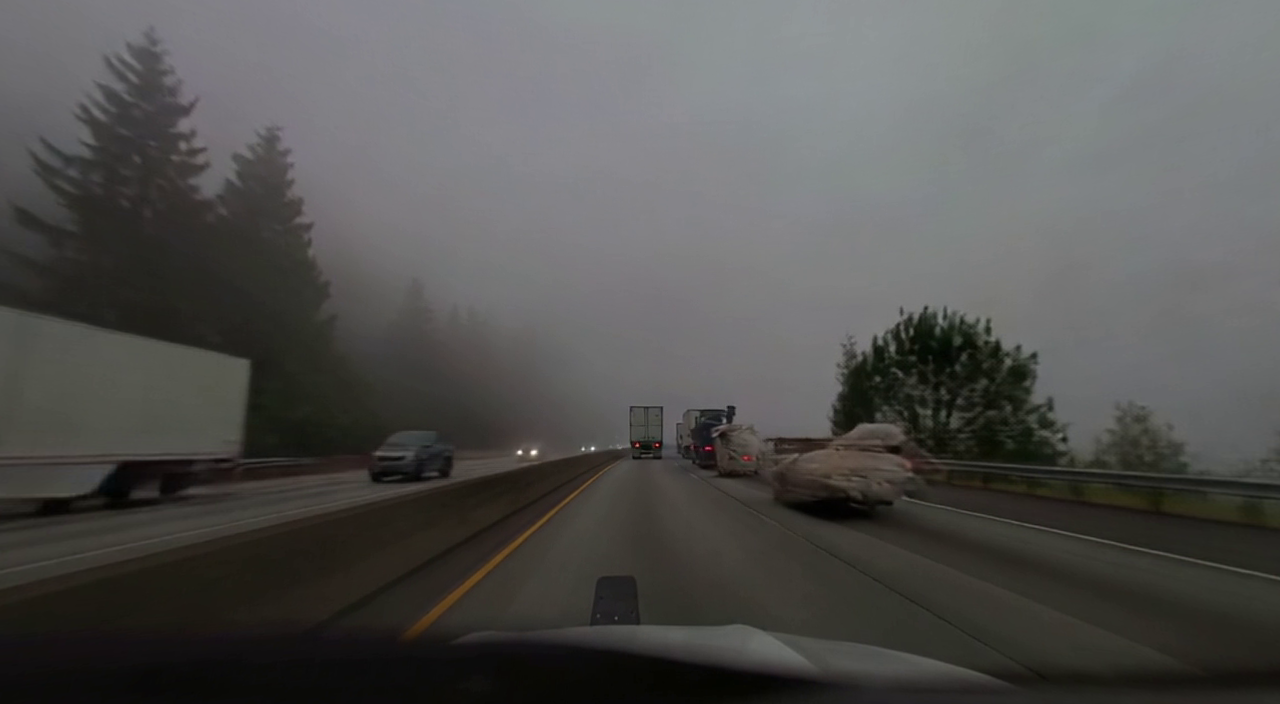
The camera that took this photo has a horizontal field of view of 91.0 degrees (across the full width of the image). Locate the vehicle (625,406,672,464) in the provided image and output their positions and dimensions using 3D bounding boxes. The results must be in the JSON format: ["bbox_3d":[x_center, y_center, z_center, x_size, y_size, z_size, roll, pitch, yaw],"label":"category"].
[{"bbox_3d":[0.454,5.277,39.747,2.644,3.247,7.454,0,-8,0],"label":"vehicle"}]

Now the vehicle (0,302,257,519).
[{"bbox_3d":[-13.160,1.174,12.134,2.978,3.924,13.663,0,-8,0],"label":"vehicle"}]

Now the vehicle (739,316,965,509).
[{"bbox_3d":[4.440,1.534,14.920,2.956,3.604,6.277,0,-8,-1],"label":"vehicle"}]

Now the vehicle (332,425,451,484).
[{"bbox_3d":[-8.712,3.634,22.641,2.294,1.856,4.734,0,-8,0],"label":"vehicle"}]

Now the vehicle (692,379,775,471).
[{"bbox_3d":[4.490,3.832,32.163,2.860,4.036,8.586,0,-8,0],"label":"vehicle"}]
